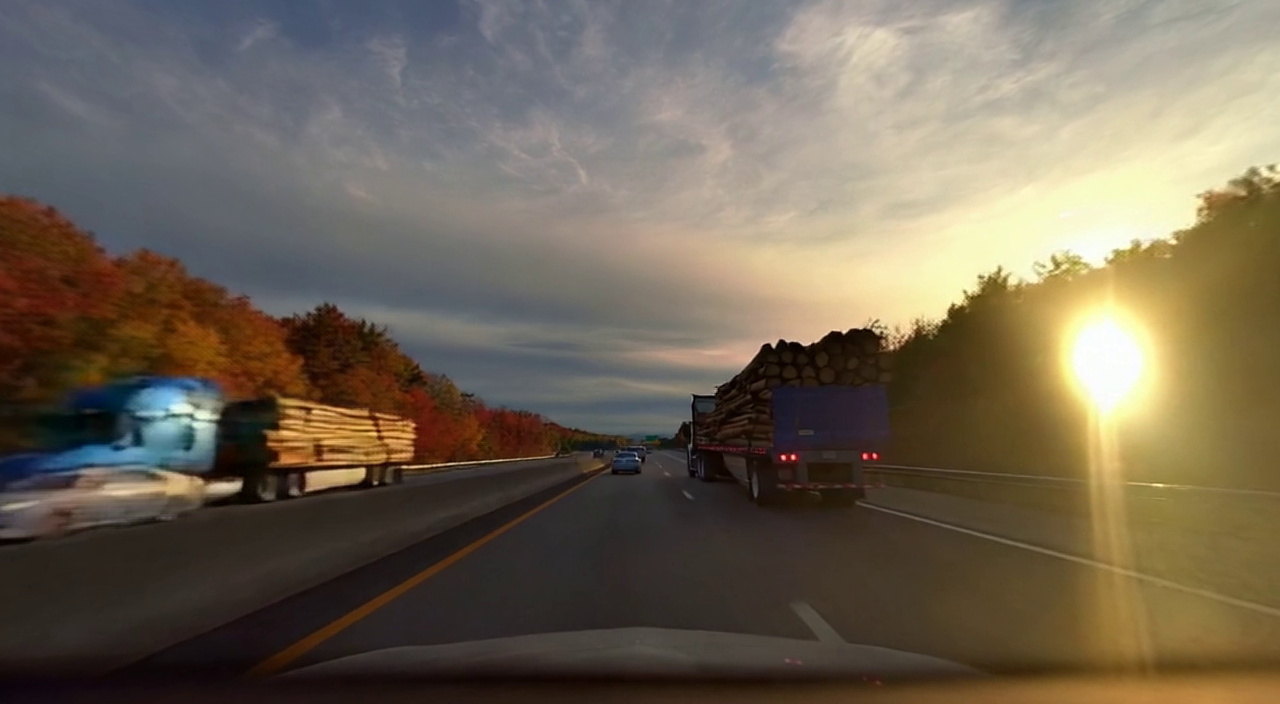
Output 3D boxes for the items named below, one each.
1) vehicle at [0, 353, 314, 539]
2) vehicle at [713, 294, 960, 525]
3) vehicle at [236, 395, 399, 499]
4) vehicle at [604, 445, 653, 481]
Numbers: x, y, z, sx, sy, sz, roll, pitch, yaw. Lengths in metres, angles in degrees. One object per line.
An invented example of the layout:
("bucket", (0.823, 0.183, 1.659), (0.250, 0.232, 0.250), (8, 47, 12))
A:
("vehicle", (-14.101, 2.795, 18.675), (2.968, 3.947, 10.444), (-1, -9, 1))
("vehicle", (3.787, 1.564, 14.865), (3.004, 3.923, 8.363), (-1, -9, 0))
("vehicle", (-14.031, 4.297, 28.325), (2.876, 3.959, 8.104), (-1, -9, 1))
("vehicle", (-0.482, 5.036, 28.731), (2.099, 1.506, 4.097), (-1, -9, 0))
